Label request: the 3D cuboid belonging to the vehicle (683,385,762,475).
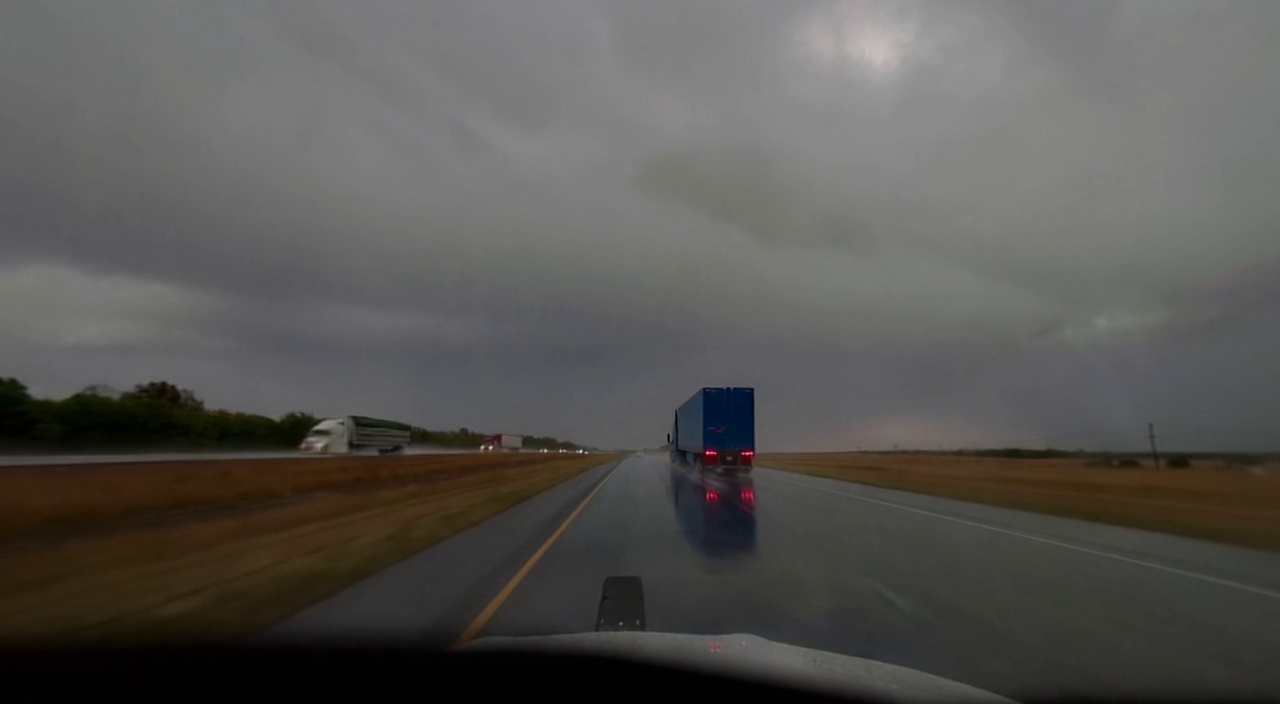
[{"bbox_3d":[4.341,4.663,36.213,2.818,4.206,12.987,0,-9,0],"label":"vehicle"}]
